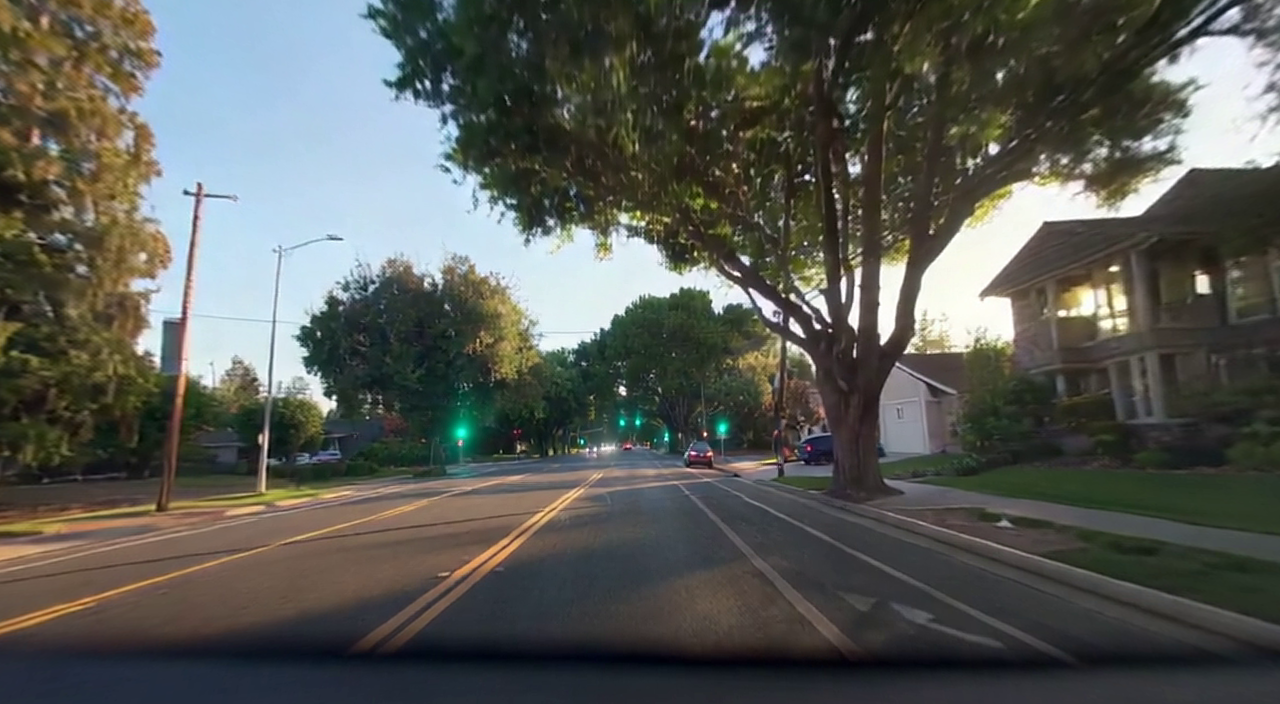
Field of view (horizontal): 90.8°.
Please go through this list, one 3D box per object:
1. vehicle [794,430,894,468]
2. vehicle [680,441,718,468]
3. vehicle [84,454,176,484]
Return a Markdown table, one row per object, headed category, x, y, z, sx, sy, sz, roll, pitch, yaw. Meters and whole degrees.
| category | x | y | z | sx | sy | sz | roll | pitch | yaw |
| --- | --- | --- | --- | --- | --- | --- | --- | --- | --- |
| vehicle | 10.205 | 4.859 | 31.551 | 4.434 | 1.730 | 2.081 | -5 | -9 | 24 |
| vehicle | 3.813 | 6.696 | 41.258 | 1.900 | 1.661 | 4.346 | 0 | -9 | -2 |
| vehicle | -35.542 | 8.134 | 44.263 | 1.986 | 1.854 | 5.454 | 0 | -8 | -1 |
